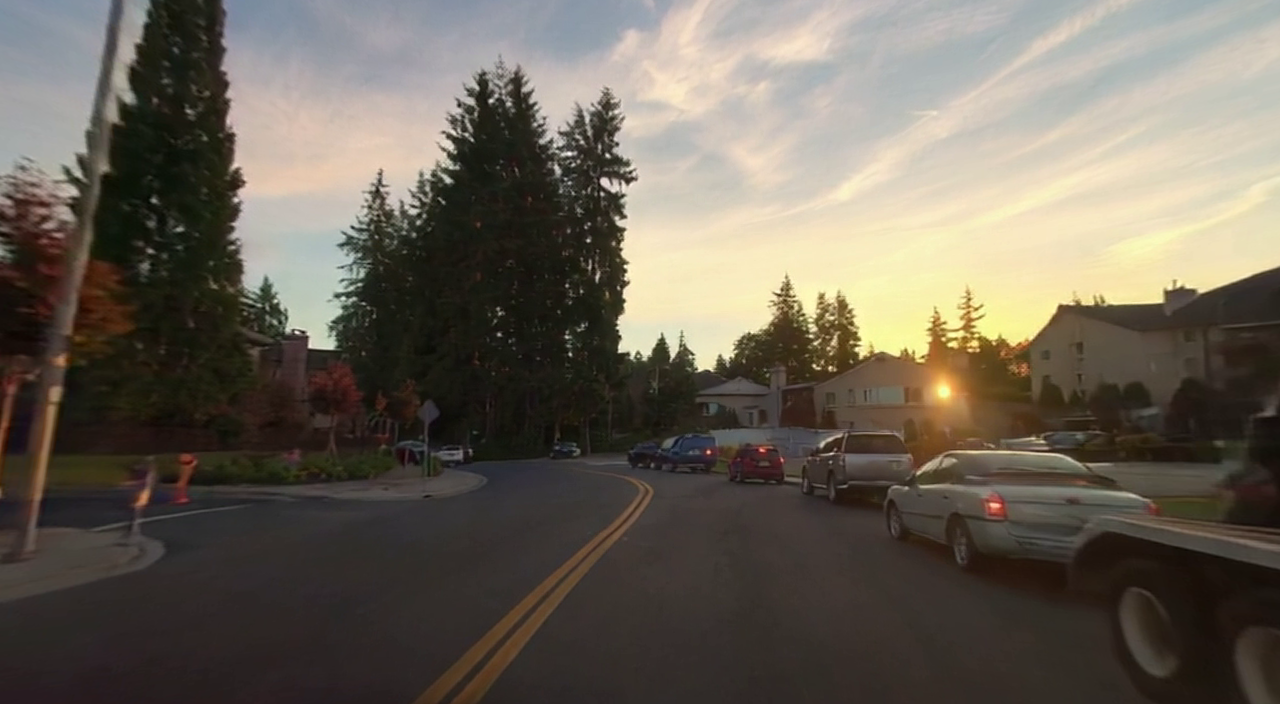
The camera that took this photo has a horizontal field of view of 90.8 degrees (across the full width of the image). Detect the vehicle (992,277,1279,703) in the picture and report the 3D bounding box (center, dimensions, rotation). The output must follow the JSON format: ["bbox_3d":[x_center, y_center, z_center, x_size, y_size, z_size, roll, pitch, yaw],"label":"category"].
[{"bbox_3d":[3.769,0.494,0.784,2.874,2.021,7.293,0,-9,4],"label":"vehicle"}]

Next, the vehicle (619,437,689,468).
[{"bbox_3d":[0.781,6.664,42.172,2.511,1.904,6.143,3,-9,-21],"label":"vehicle"}]

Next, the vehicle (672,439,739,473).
[{"bbox_3d":[3.474,5.645,34.425,1.967,1.698,4.649,3,-9,-17],"label":"vehicle"}]

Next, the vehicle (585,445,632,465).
[{"bbox_3d":[-2.511,8.003,49.328,1.789,1.504,4.435,5,-10,-29],"label":"vehicle"}]

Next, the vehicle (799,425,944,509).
[{"bbox_3d":[5.528,2.802,15.807,1.922,1.785,4.513,0,-9,0],"label":"vehicle"}]
